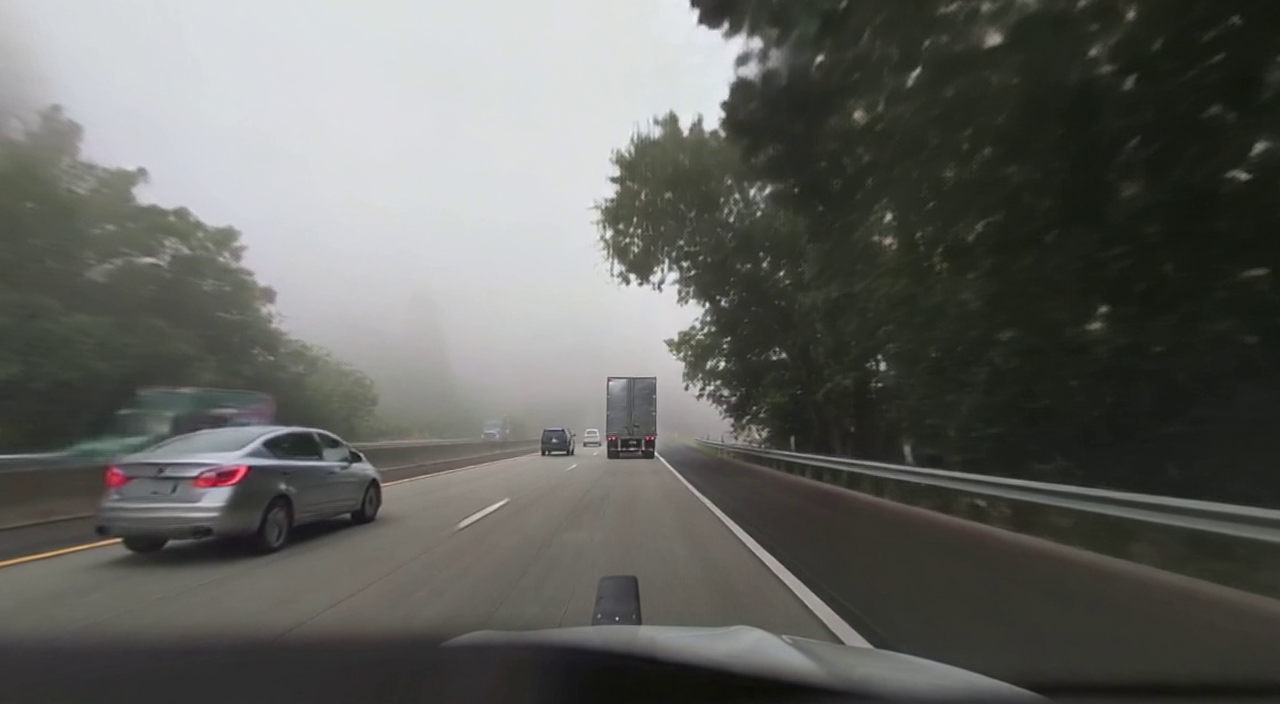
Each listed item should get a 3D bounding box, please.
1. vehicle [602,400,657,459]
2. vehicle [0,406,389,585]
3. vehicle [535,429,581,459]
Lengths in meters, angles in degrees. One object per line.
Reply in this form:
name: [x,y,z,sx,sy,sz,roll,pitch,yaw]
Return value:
vehicle: [-0.442,3.329,27.178,2.319,2.461,1.270,0,-8,0]
vehicle: [-4.711,1.490,7.390,1.909,1.520,3.897,0,-8,0]
vehicle: [-4.992,5.658,38.934,2.138,1.697,4.587,0,-8,1]
